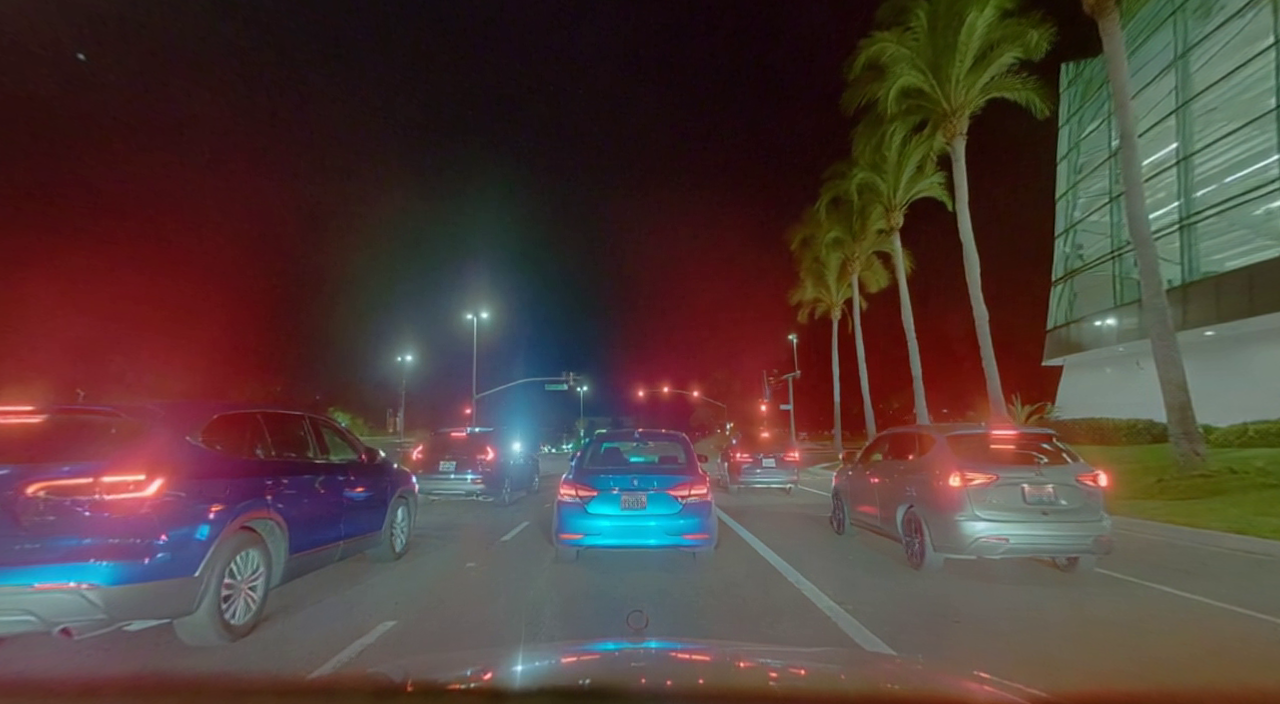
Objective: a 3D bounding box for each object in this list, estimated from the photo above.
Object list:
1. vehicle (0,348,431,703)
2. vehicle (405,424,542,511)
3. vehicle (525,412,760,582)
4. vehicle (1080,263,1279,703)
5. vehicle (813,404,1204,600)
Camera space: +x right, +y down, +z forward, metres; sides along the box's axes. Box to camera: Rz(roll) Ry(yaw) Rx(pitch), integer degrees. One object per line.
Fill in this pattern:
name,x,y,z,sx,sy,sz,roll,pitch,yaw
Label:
vehicle,-3.547,1.178,5.405,2.014,1.775,4.404,0,-8,-1
vehicle,-3.465,2.470,13.895,1.917,1.631,3.768,0,-8,1
vehicle,-0.036,1.691,8.180,2.219,1.586,4.321,0,-8,-2
vehicle,2.982,0.443,0.362,2.117,1.879,4.715,0,-8,2
vehicle,3.838,1.634,7.776,2.064,1.696,4.431,0,-8,-1
